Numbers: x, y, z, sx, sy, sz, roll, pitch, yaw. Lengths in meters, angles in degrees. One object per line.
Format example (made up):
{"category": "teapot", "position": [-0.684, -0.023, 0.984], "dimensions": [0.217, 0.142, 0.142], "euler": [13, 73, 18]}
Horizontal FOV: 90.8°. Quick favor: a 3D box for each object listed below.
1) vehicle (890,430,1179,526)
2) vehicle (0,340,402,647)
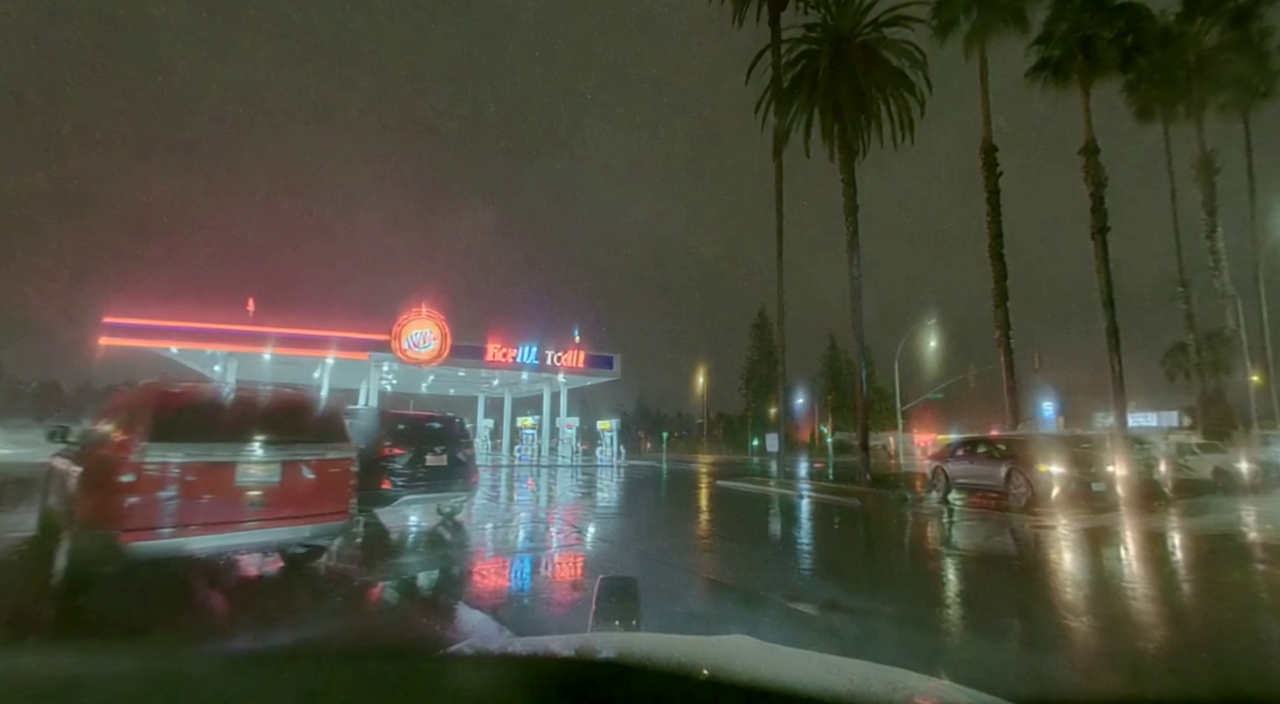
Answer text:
{"category": "vehicle", "position": [7.326, 2.356, 12.449], "dimensions": [1.937, 1.490, 4.564], "euler": [3, -9, -18]}
{"category": "vehicle", "position": [-5.615, 1.389, 7.413], "dimensions": [6.836, 2.006, 2.434], "euler": [-8, -12, 43]}
